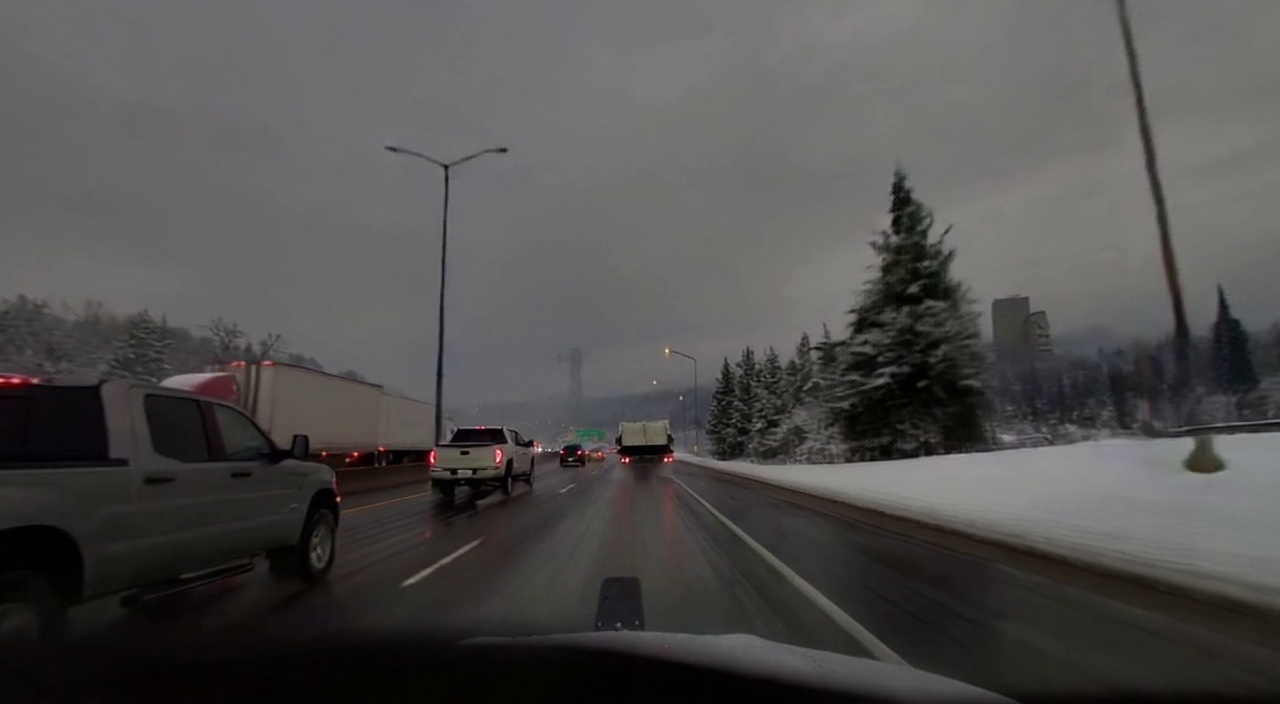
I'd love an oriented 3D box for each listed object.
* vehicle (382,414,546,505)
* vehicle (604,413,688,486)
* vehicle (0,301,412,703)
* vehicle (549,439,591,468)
[{"bbox_3d":[-4.293,2.789,16.771,2.575,1.958,5.730,-1,-8,1],"label":"vehicle"},{"bbox_3d":[0.086,3.911,25.495,2.886,2.471,7.692,0,-8,-2],"label":"vehicle"},{"bbox_3d":[-3.535,0.972,3.916,2.303,1.835,5.044,0,-8,1],"label":"vehicle"},{"bbox_3d":[-4.778,7.031,43.755,2.329,1.859,4.823,0,-8,0],"label":"vehicle"}]
